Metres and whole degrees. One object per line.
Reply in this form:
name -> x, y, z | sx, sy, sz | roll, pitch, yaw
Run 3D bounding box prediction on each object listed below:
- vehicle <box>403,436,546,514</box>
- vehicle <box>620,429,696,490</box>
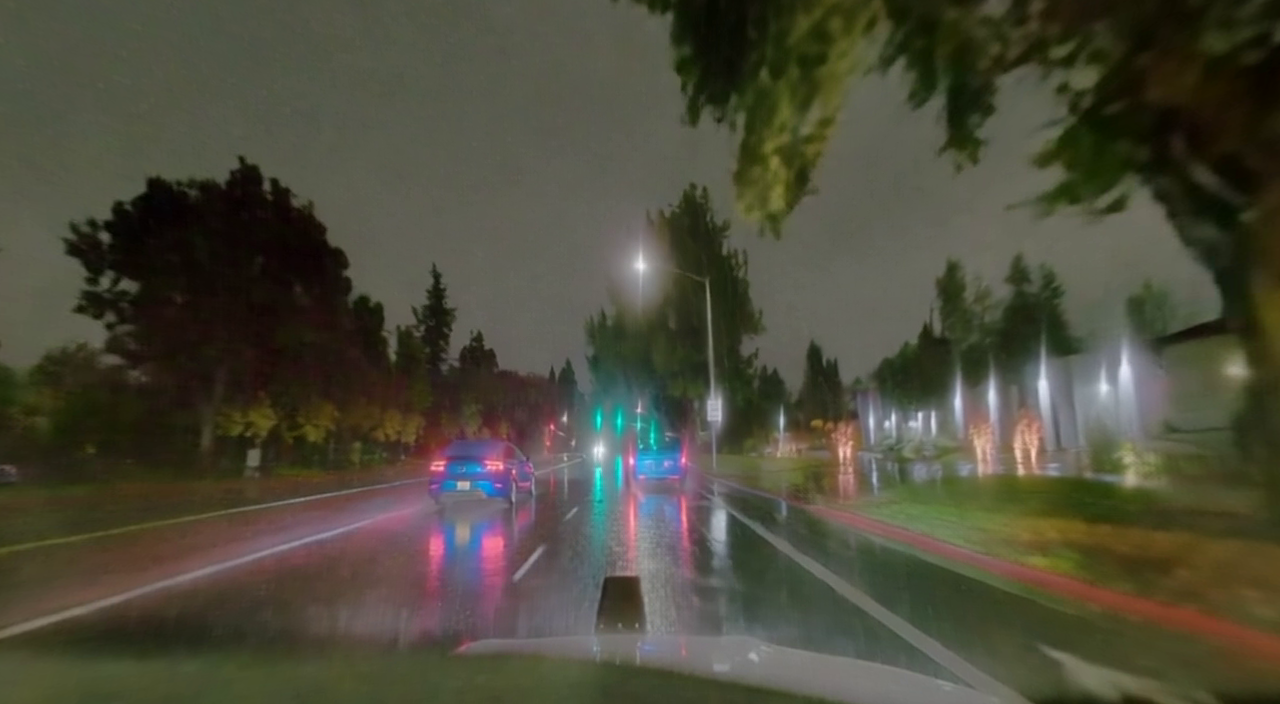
vehicle -> -3.438, 2.625, 13.954 | 2.036, 1.447, 4.044 | 0, -8, 1
vehicle -> 0.458, 3.545, 21.147 | 2.215, 1.799, 4.426 | 0, -8, -3
